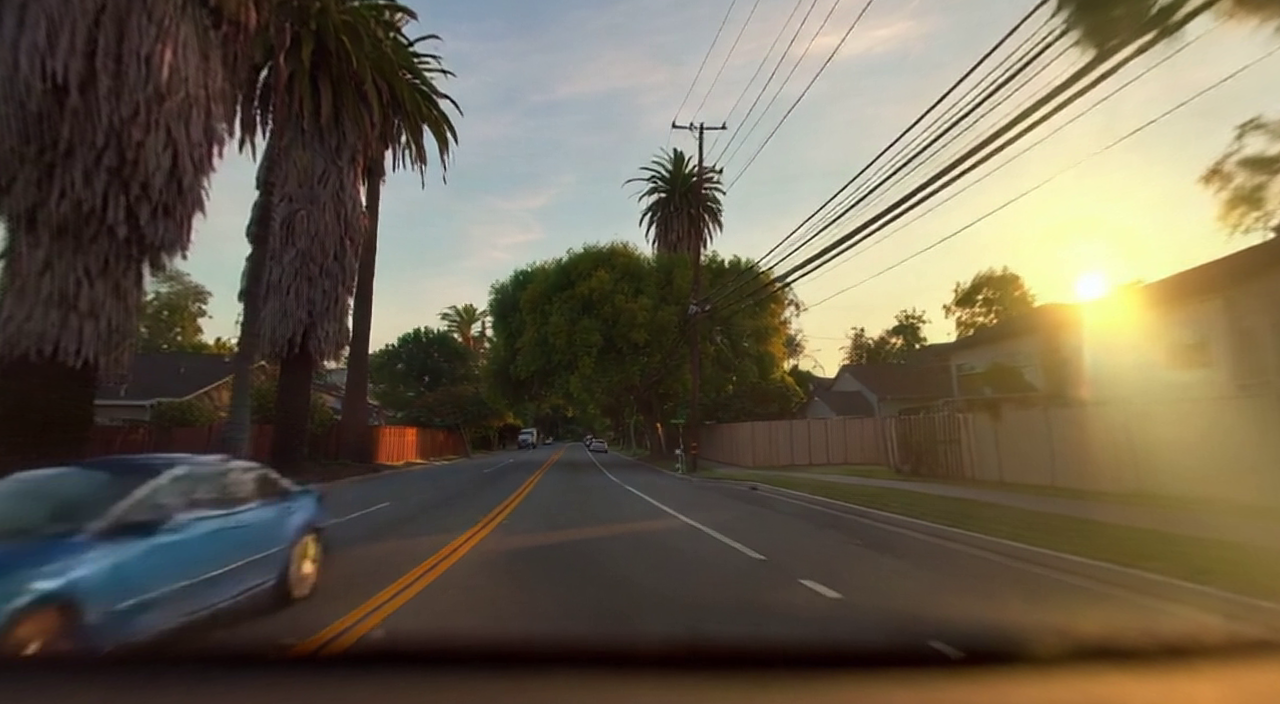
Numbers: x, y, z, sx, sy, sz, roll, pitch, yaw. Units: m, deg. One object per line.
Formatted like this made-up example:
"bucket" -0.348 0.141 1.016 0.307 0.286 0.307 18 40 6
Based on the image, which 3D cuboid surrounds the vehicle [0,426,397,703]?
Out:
"vehicle" -3.877 1.460 5.321 2.061 1.510 4.457 0 -9 -3
